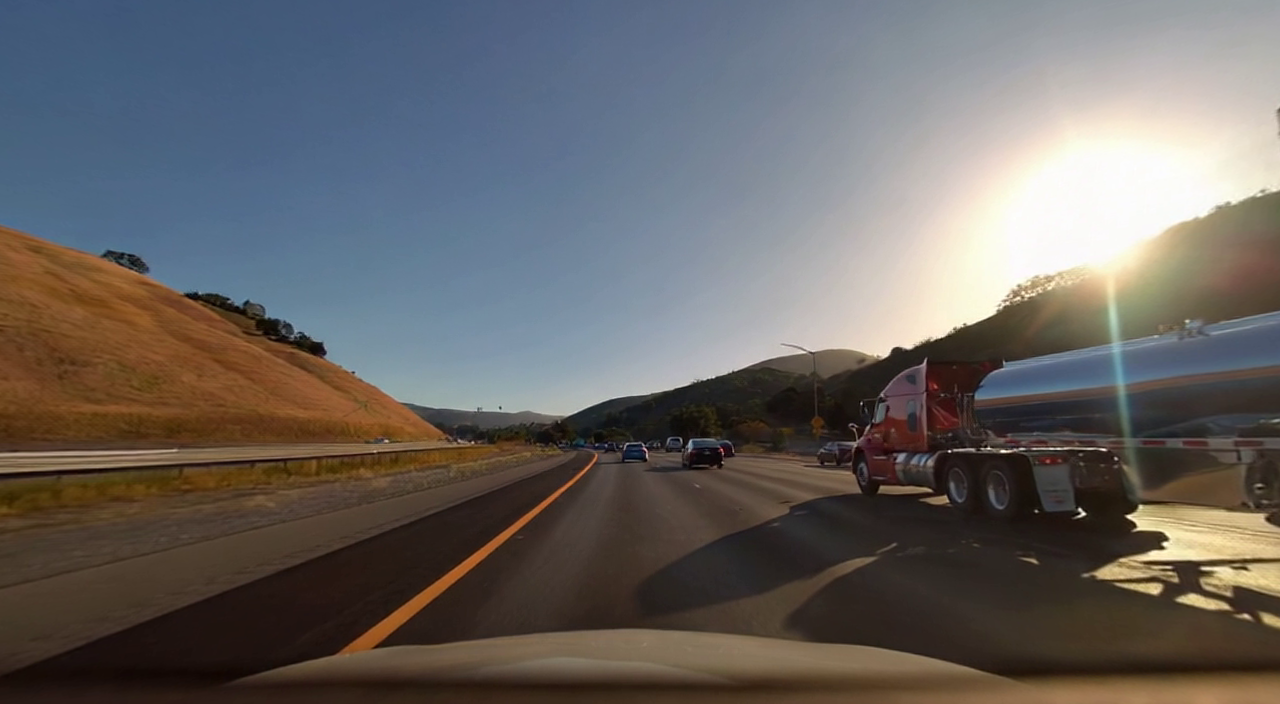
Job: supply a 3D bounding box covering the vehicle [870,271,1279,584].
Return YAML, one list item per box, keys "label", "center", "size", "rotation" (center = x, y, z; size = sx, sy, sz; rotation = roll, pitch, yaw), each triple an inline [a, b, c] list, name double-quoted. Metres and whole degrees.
- label: "vehicle"
  center: [7.297, 1.391, 10.771]
  size: [2.880, 2.975, 9.608]
  rotation: [0, -9, -2]

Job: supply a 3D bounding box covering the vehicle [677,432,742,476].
- label: "vehicle"
  center: [3.029, 4.572, 28.526]
  size: [2.098, 1.794, 4.561]
  rotation: [0, -9, -4]

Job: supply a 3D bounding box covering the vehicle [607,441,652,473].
- label: "vehicle"
  center: [-0.607, 5.207, 31.645]
  size: [2.083, 1.477, 3.965]
  rotation: [0, -9, -3]
